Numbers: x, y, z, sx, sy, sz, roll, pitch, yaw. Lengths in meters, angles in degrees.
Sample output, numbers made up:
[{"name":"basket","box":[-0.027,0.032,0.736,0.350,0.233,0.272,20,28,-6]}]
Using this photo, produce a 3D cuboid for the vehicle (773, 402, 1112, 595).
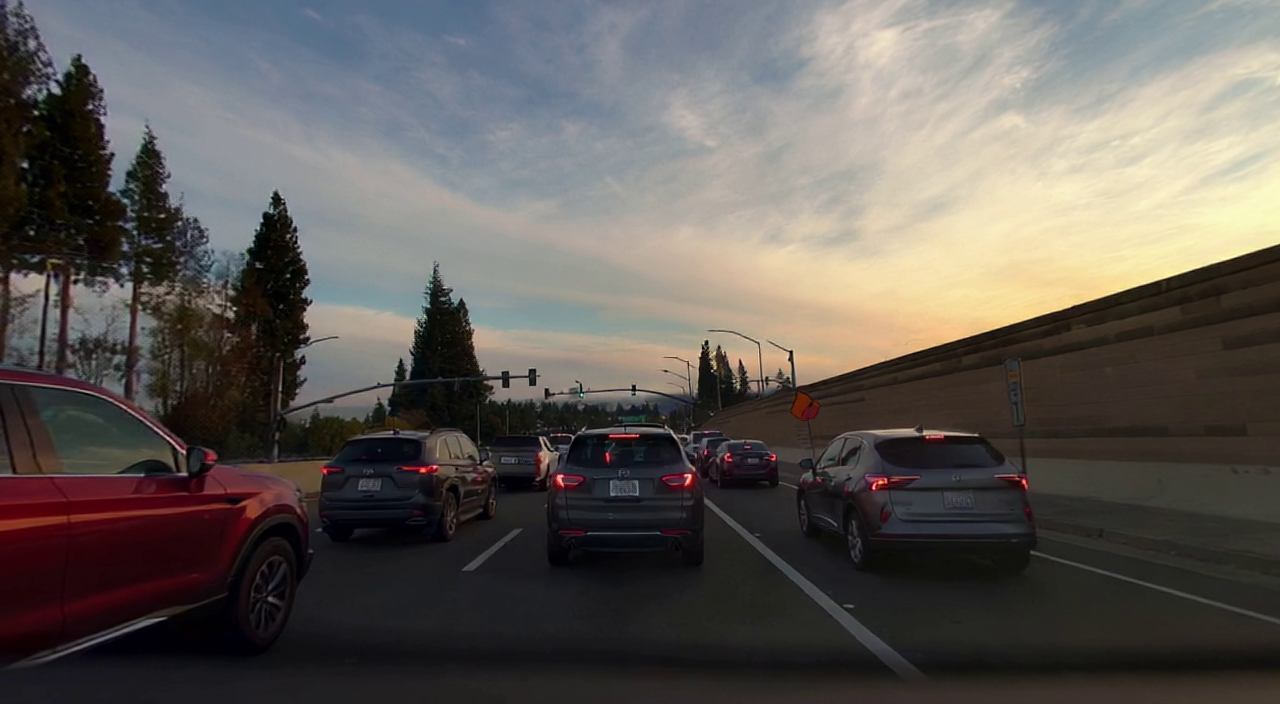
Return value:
[{"name":"vehicle","box":[3.150,1.618,7.808,2.029,1.702,4.281,0,-8,0]}]

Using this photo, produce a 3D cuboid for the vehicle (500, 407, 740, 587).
[{"name":"vehicle","box":[-0.151,1.651,7.950,2.245,1.677,3.913,0,-8,1]}]

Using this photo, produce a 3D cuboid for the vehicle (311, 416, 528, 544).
[{"name":"vehicle","box":[-3.484,2.118,11.144,2.067,1.759,4.631,0,-8,1]}]

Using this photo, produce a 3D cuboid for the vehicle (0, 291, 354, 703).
[{"name":"vehicle","box":[-3.519,0.829,3.113,2.070,1.913,4.450,0,-8,0]}]
